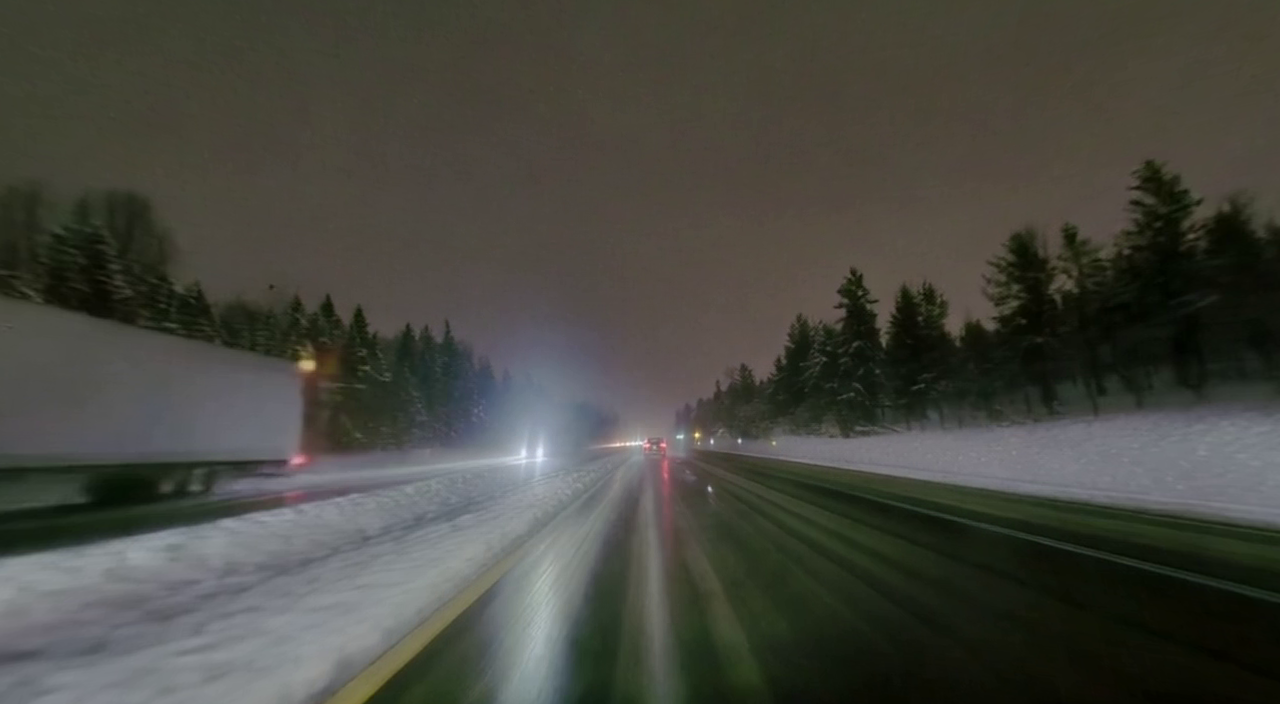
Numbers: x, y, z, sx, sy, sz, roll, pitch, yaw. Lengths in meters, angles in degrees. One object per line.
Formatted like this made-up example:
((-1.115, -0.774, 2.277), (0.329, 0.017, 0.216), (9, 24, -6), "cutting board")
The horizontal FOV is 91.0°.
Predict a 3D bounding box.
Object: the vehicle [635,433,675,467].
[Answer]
((0.941, 6.001, 38.789), (2.301, 1.944, 4.554), (0, -8, 1), "vehicle")

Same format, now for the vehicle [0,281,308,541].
((-11.705, 1.229, 11.996), (2.948, 4.113, 14.195), (0, -8, 0), "vehicle")
